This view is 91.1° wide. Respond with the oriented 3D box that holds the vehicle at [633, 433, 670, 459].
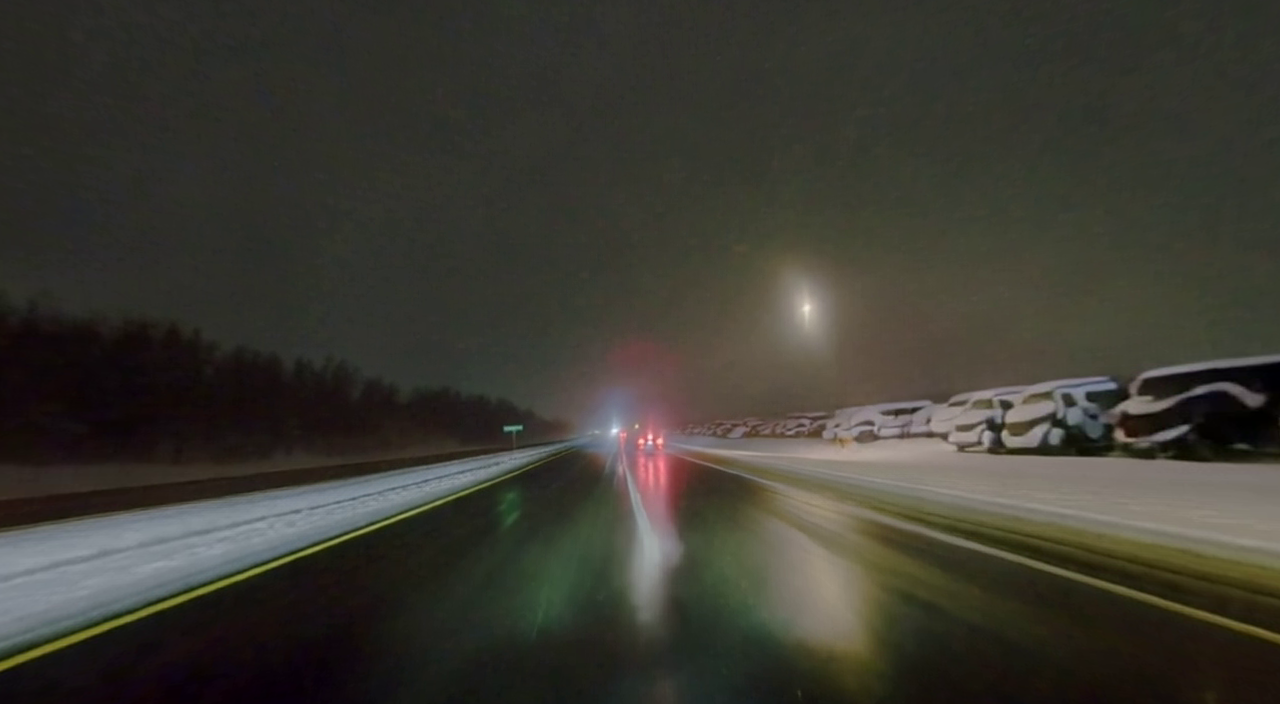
[{"bbox_3d":[0.670,5.961,40.052,2.037,1.504,4.248,0,-8,-3],"label":"vehicle"}]
